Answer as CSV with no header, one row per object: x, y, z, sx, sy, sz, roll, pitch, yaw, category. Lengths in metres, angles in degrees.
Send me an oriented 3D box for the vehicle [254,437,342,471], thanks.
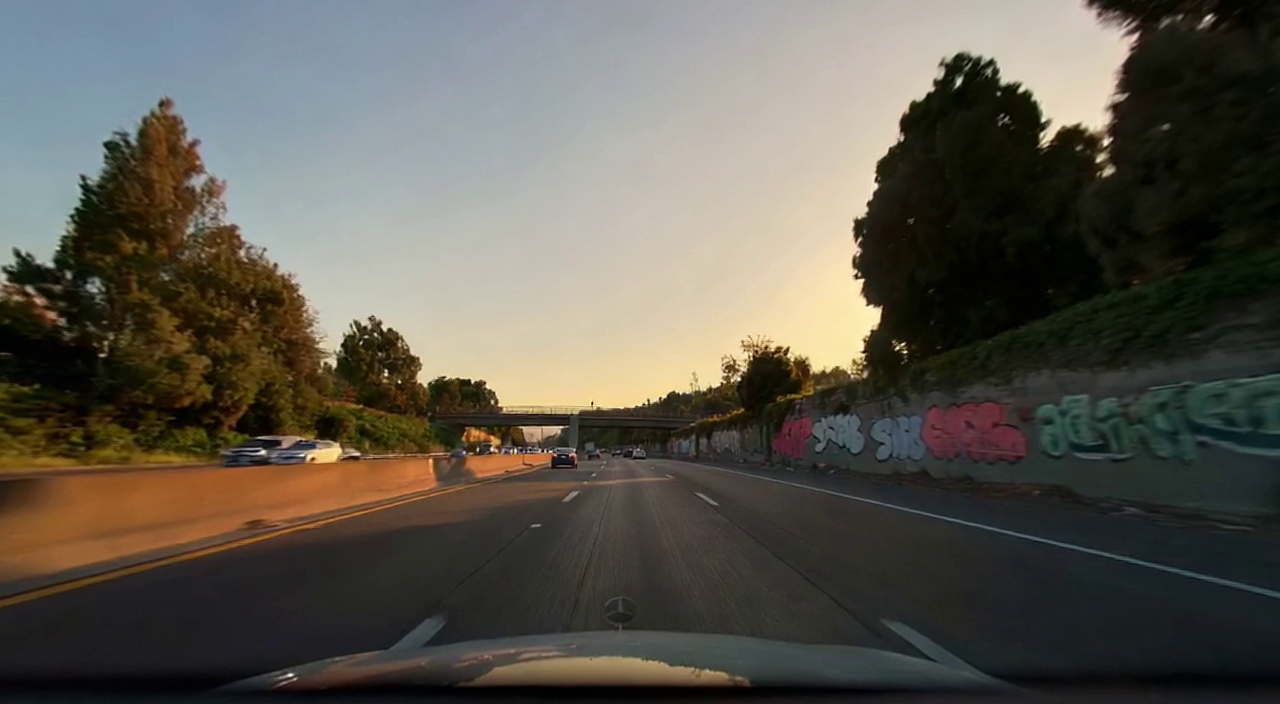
-16.123,4.823,29.915,1.838,1.468,4.319,0,-9,-1,vehicle

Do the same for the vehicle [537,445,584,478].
-3.817,5.315,30.745,1.871,1.459,3.771,0,-9,-1,vehicle
